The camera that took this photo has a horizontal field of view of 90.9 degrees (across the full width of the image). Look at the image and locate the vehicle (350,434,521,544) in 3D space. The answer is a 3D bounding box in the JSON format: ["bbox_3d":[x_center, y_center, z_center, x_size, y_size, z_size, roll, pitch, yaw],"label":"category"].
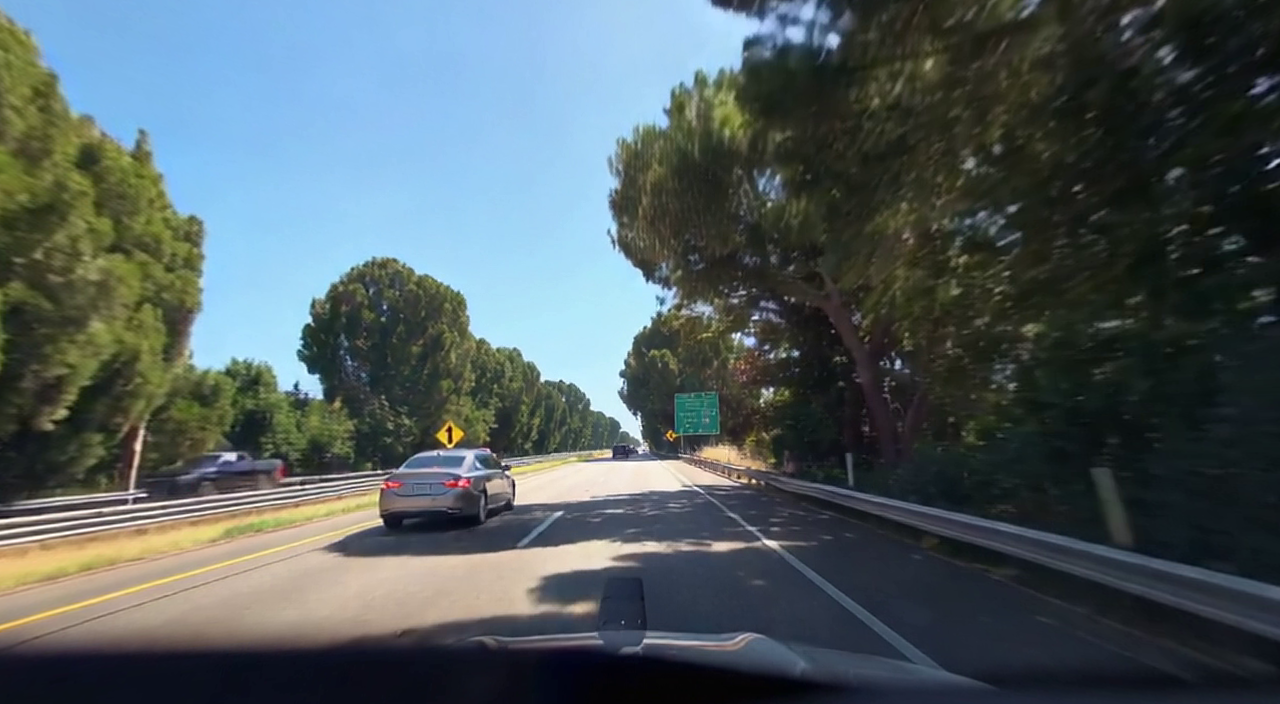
[{"bbox_3d":[-3.238,2.221,10.750,1.675,1.537,3.574,0,-9,1],"label":"vehicle"}]

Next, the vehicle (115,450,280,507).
[{"bbox_3d":[-15.305,4.349,22.269,2.122,1.763,4.903,-1,-9,2],"label":"vehicle"}]
